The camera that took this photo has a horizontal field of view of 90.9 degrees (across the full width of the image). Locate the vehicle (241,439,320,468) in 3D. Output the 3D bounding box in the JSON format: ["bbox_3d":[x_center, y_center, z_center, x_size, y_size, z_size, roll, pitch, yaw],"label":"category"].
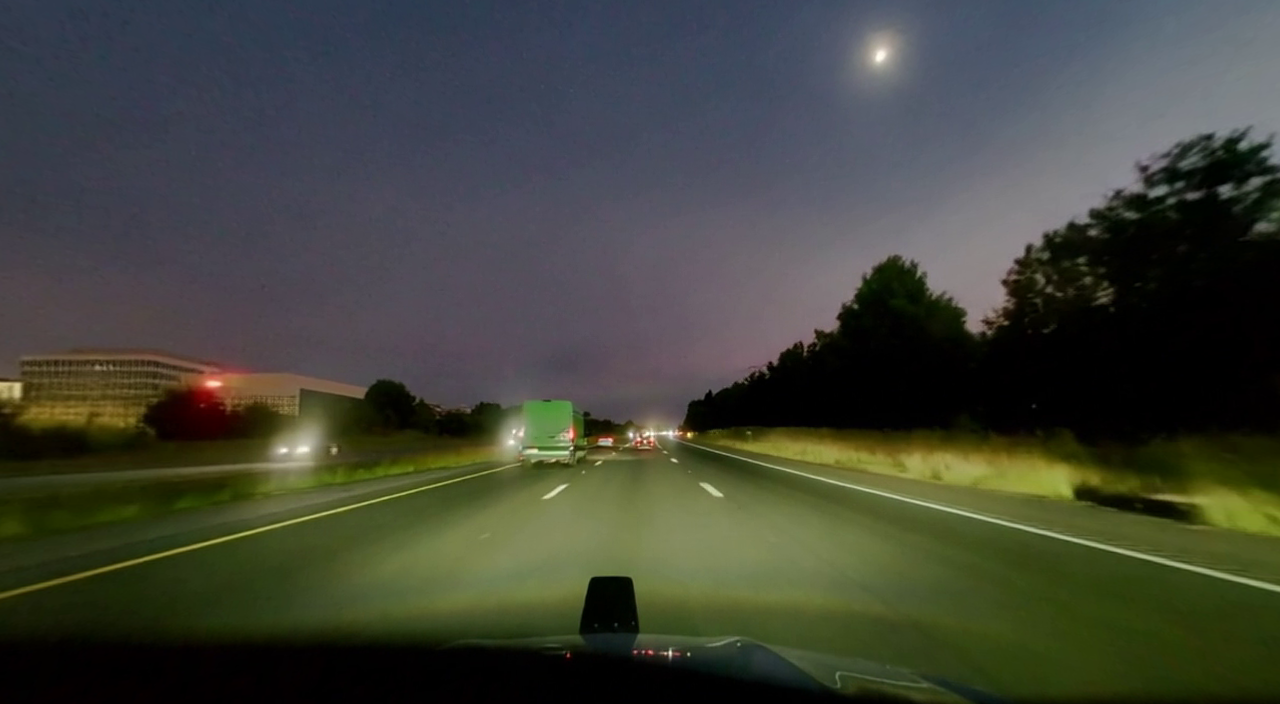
[{"bbox_3d":[-20.115,5.676,35.465,1.815,1.465,4.477,0,-8,0],"label":"vehicle"}]

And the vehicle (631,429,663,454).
[{"bbox_3d":[0.468,6.355,44.704,2.104,1.646,4.176,0,-8,0],"label":"vehicle"}]

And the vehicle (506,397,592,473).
[{"bbox_3d":[-3.311,3.210,24.359,2.424,2.577,5.828,0,-8,0],"label":"vehicle"}]
